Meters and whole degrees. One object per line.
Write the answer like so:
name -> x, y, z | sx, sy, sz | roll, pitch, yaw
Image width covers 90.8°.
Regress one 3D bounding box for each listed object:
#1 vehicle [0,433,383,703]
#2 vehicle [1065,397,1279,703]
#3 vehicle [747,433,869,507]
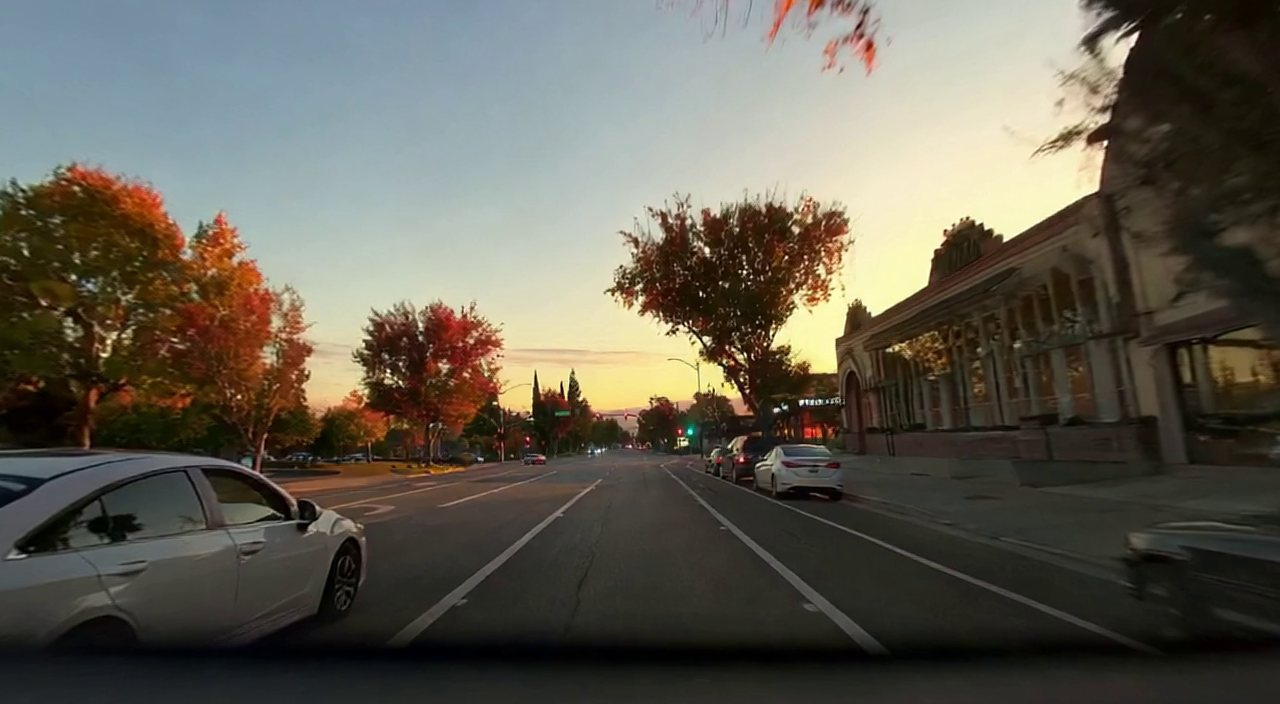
vehicle -> -3.023, 1.094, 2.767 | 1.874, 1.424, 4.553 | -1, -8, 0
vehicle -> 4.305, 0.968, 2.689 | 2.038, 1.633, 4.166 | 0, -8, 0
vehicle -> 4.326, 3.100, 17.155 | 2.032, 1.703, 4.650 | 0, -8, 0
